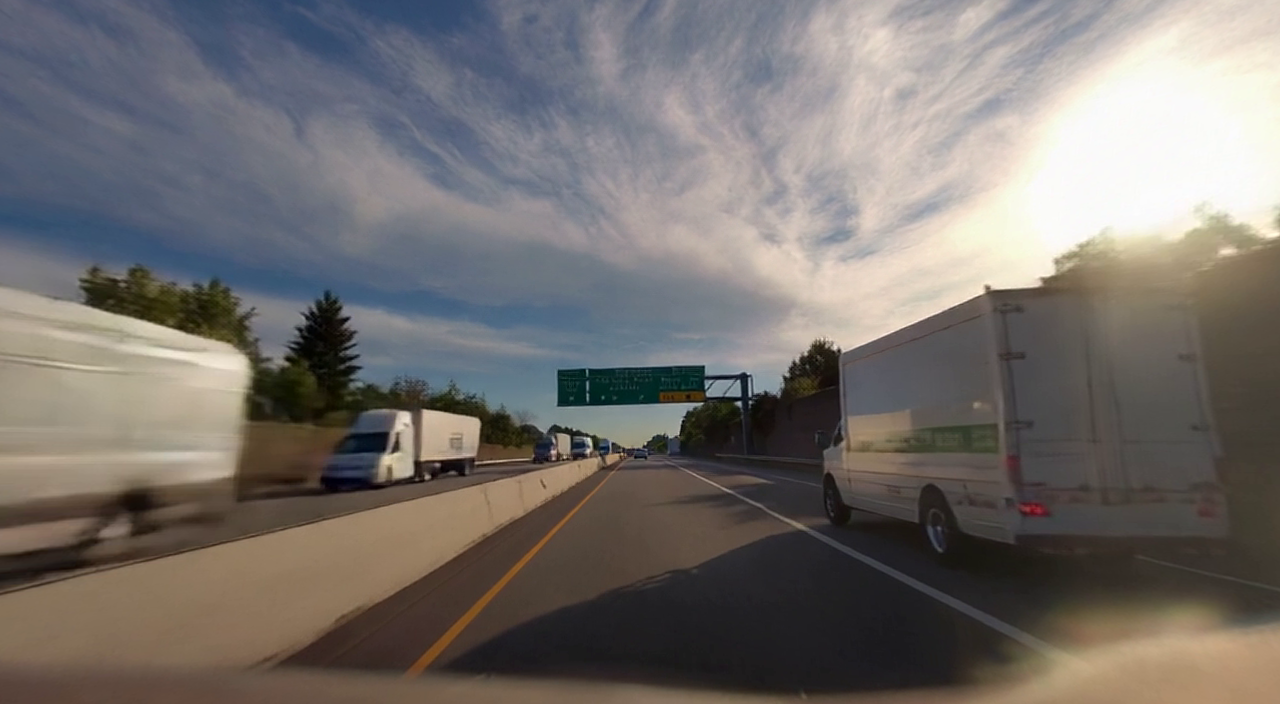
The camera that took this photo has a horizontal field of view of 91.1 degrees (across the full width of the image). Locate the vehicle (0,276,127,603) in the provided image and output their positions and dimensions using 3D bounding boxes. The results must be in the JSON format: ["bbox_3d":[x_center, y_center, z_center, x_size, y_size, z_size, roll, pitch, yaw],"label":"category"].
[{"bbox_3d":[-8.463,0.656,4.864,2.965,3.546,7.119,-1,-9,-2],"label":"vehicle"}]

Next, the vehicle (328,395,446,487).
[{"bbox_3d":[-12.600,4.588,32.183,3.164,4.219,6.685,0,-9,0],"label":"vehicle"}]

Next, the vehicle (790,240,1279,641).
[{"bbox_3d":[4.053,1.076,7.823,2.449,2.805,6.763,0,-9,-2],"label":"vehicle"}]
